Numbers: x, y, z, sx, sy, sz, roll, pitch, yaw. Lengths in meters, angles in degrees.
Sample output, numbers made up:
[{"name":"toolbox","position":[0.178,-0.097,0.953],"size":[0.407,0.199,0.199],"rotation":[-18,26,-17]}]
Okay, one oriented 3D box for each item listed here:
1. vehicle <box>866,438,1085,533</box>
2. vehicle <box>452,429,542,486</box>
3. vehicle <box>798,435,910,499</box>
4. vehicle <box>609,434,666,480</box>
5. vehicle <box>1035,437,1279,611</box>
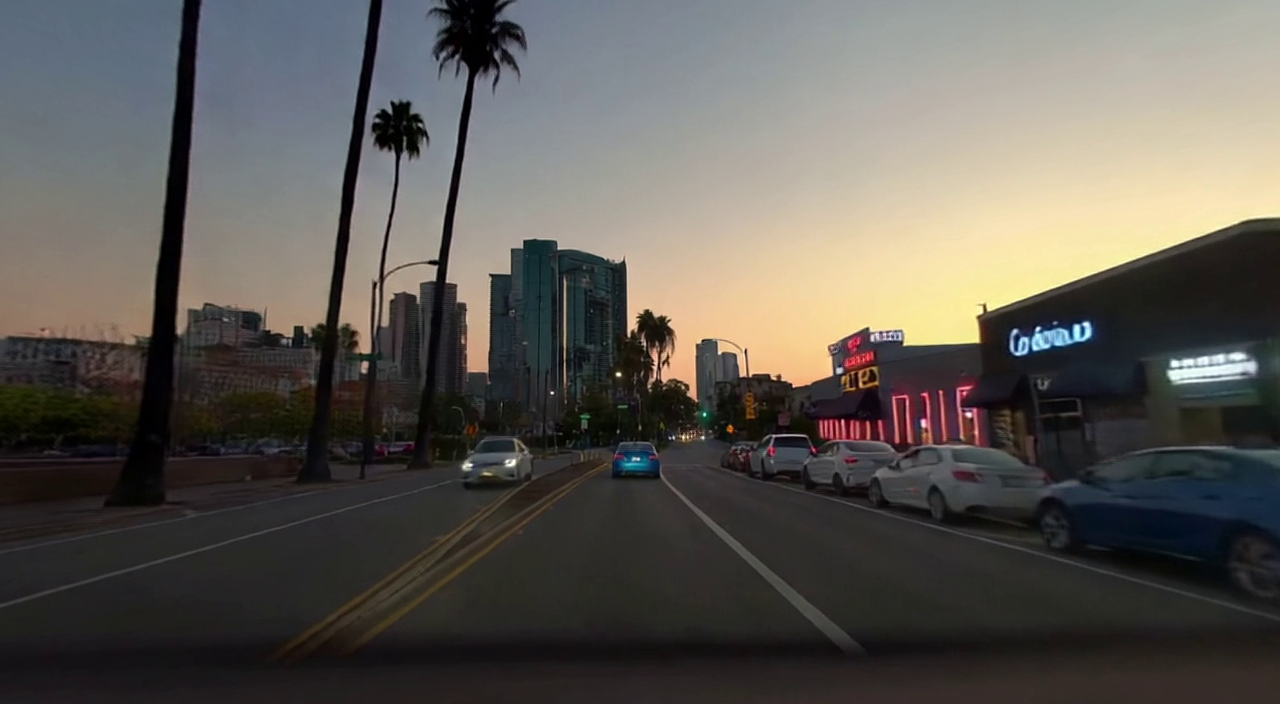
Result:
[{"name":"vehicle","position":[6.234,2.493,12.453],"size":[1.885,1.506,4.302],"rotation":[0,-8,-1]},{"name":"vehicle","position":[-4.882,3.669,22.278],"size":[2.188,1.797,4.358],"rotation":[0,-8,-1]},{"name":"vehicle","position":[6.061,3.290,18.431],"size":[1.747,1.619,4.157],"rotation":[0,-8,-1]},{"name":"vehicle","position":[-0.130,4.156,25.325],"size":[2.063,1.664,4.471],"rotation":[0,-8,-1]},{"name":"vehicle","position":[6.362,1.611,6.365],"size":[1.810,1.472,4.422],"rotation":[0,-8,-1]}]
